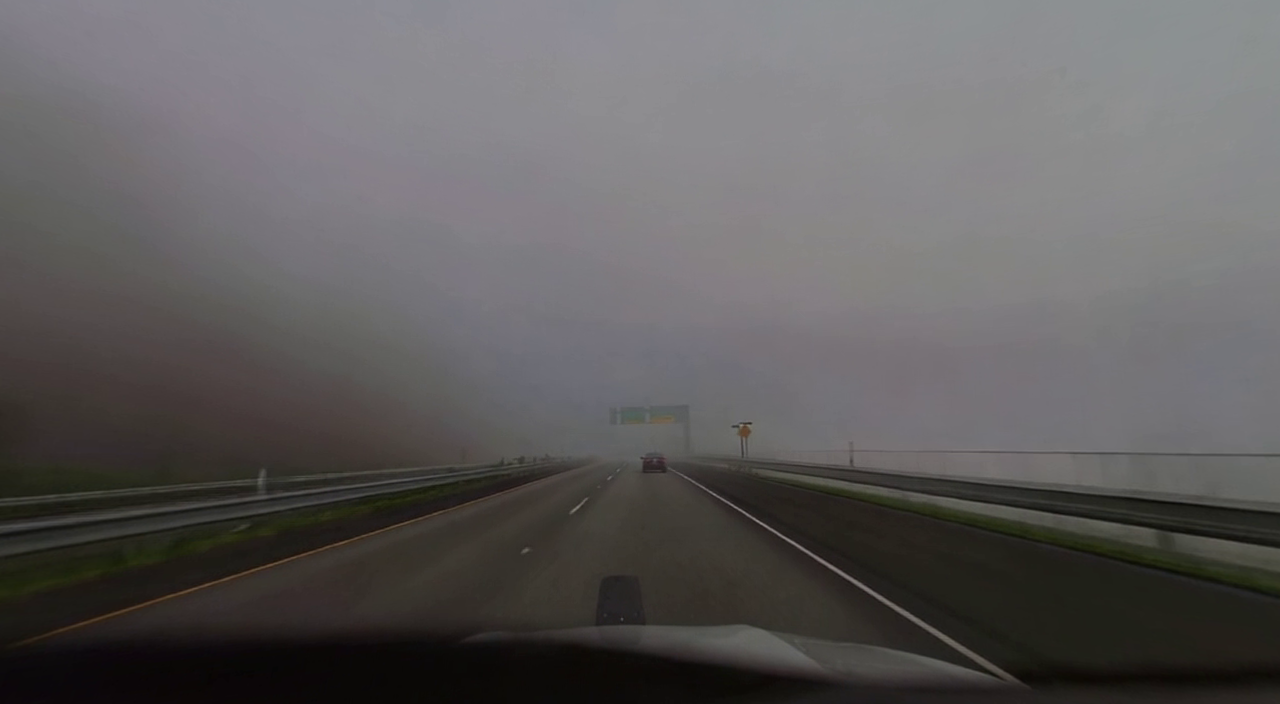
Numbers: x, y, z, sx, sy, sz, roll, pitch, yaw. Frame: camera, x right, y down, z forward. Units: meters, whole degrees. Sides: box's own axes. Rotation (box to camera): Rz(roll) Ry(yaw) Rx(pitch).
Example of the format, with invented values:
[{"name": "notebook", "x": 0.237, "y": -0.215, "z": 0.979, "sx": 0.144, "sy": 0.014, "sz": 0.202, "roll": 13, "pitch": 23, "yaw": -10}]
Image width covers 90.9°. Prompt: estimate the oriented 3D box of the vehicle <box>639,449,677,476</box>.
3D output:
[{"name": "vehicle", "x": 0.985, "y": 6.396, "z": 36.643, "sx": 2.036, "sy": 1.457, "sz": 3.471, "roll": 0, "pitch": -9, "yaw": -1}]
